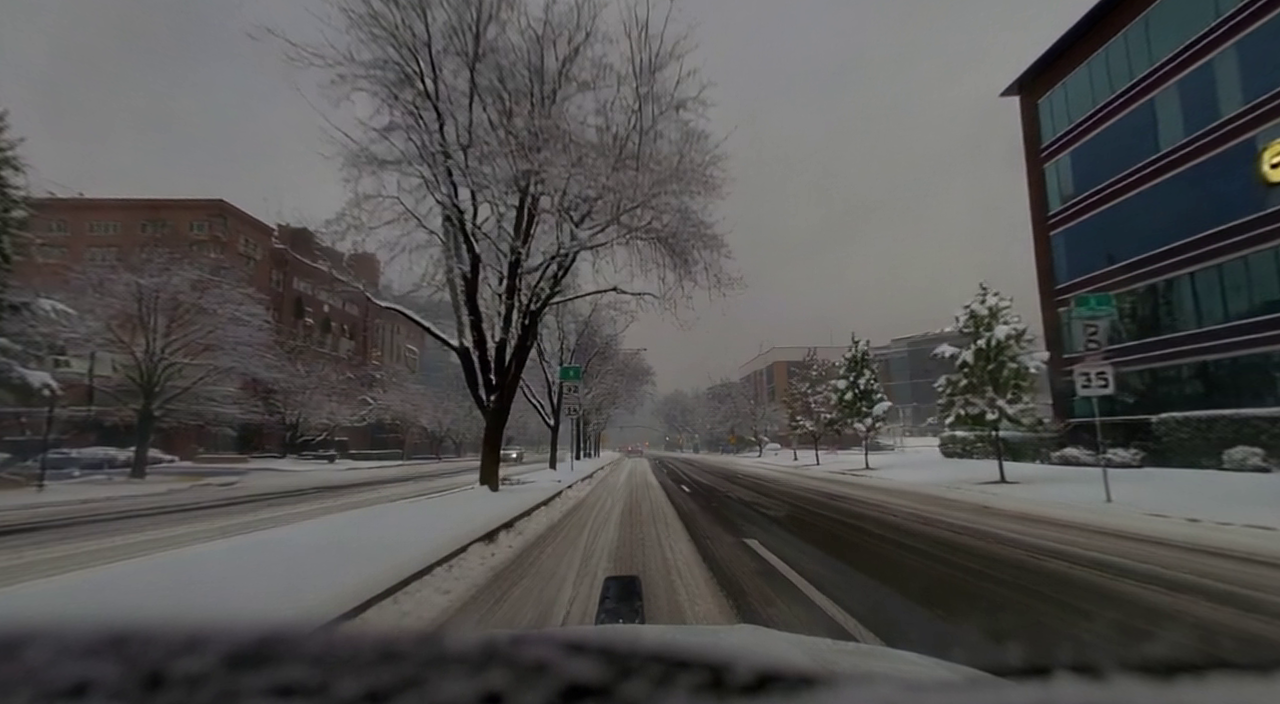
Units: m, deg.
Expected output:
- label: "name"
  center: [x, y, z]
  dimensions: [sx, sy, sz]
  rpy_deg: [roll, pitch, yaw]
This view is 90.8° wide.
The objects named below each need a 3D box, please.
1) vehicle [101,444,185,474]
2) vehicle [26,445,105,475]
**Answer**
- label: "vehicle"
  center: [-35.790, 7.665, 45.708]
  dimensions: [2.083, 2.034, 5.018]
  rpy_deg: [0, -8, -2]
- label: "vehicle"
  center: [-41.322, 7.769, 45.549]
  dimensions: [1.965, 2.013, 4.085]
  rpy_deg: [0, -8, -5]
